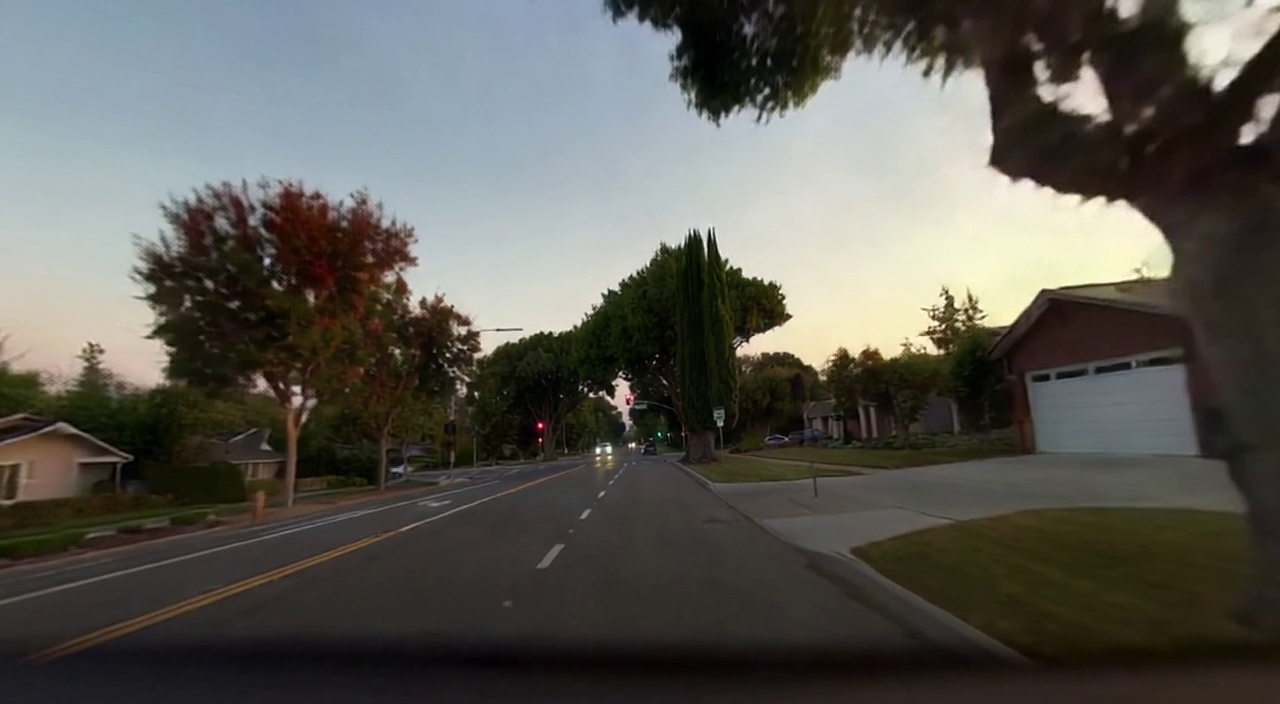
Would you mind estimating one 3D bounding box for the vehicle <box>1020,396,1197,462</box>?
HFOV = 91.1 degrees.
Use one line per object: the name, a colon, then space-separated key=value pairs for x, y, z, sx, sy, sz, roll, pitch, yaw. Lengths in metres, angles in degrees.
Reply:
vehicle: x=14.305 y=2.379 z=19.334 sx=3.917 sy=1.454 sz=1.725 roll=-7 pitch=-8 yaw=0
